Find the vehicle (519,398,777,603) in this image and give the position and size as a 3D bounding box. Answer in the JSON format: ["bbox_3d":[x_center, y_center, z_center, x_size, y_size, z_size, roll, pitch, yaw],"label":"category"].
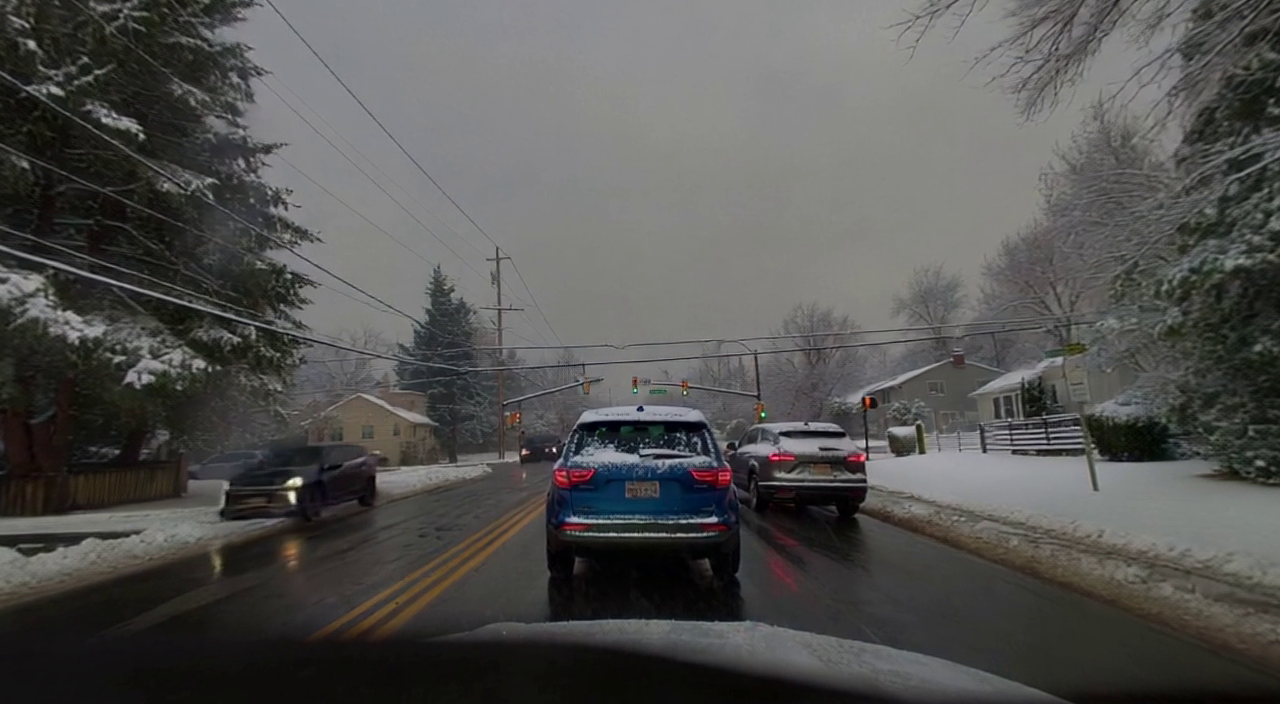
[{"bbox_3d":[0.054,1.541,7.393,2.151,1.695,4.100,0,-8,0],"label":"vehicle"}]

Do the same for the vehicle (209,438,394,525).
[{"bbox_3d":[-7.400,2.825,14.327,1.985,1.672,3.960,0,-8,0],"label":"vehicle"}]

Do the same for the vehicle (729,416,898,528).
[{"bbox_3d":[3.069,2.220,12.205,1.967,1.756,4.281,0,-8,-1],"label":"vehicle"}]
